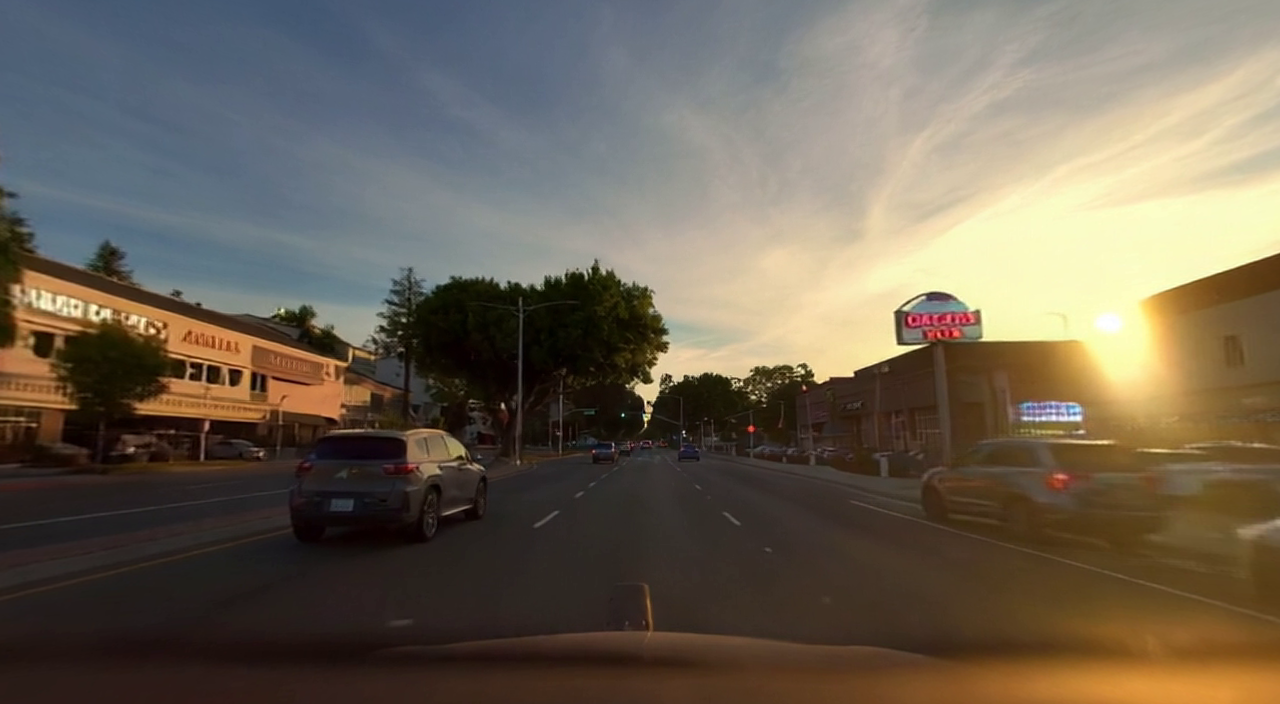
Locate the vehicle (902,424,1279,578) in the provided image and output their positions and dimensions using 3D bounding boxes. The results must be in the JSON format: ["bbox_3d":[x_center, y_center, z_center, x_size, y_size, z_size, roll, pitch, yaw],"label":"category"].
[{"bbox_3d":[6.764,2.197,10.491,2.335,1.790,5.991,0,-8,1],"label":"vehicle"}]

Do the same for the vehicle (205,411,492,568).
[{"bbox_3d":[-3.526,1.732,8.641,1.983,1.635,3.957,0,-8,1],"label":"vehicle"}]

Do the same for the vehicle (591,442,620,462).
[{"bbox_3d":[-2.655,7.817,49.467,2.005,1.446,4.265,0,-8,1],"label":"vehicle"}]
